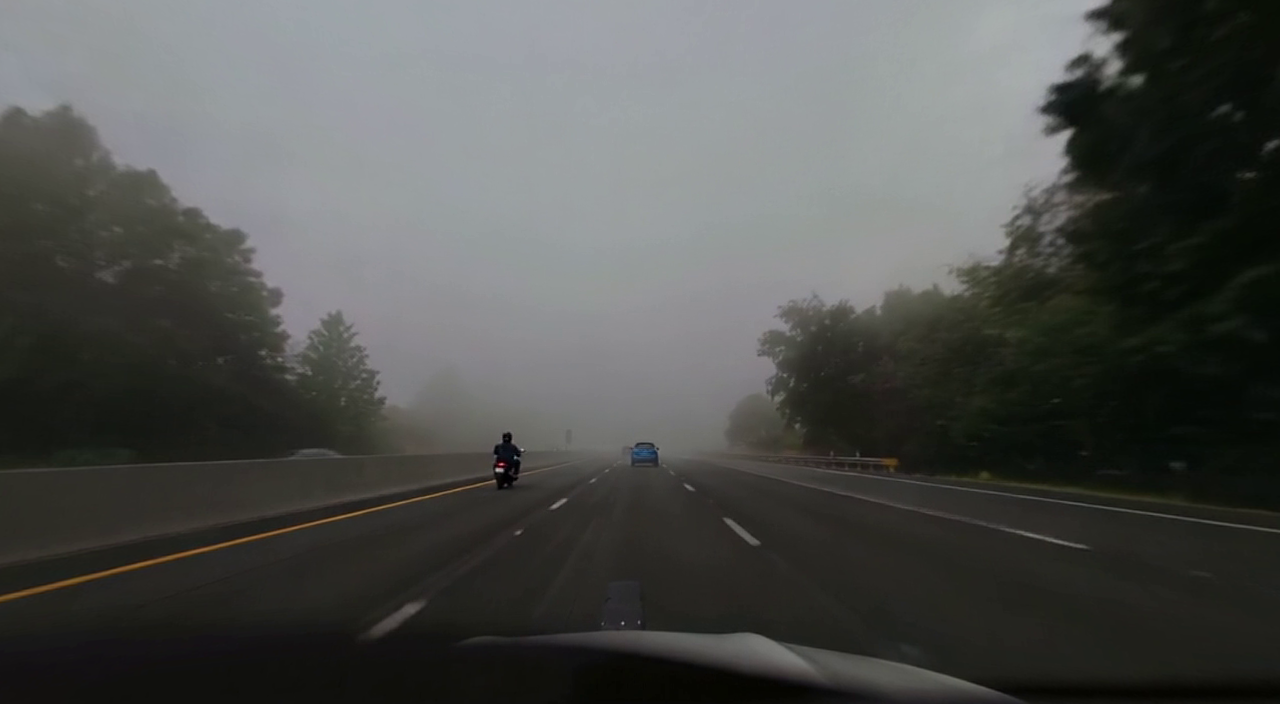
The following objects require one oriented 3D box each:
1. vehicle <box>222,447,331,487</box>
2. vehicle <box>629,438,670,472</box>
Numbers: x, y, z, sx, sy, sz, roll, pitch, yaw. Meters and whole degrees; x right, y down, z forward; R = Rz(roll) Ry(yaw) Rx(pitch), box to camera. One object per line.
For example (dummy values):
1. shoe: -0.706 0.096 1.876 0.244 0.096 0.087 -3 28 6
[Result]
1. vehicle: -15.246 4.829 26.798 1.903 1.493 4.589 0 -9 0
2. vehicle: 0.546 6.017 36.914 2.247 1.825 4.036 0 -9 1
